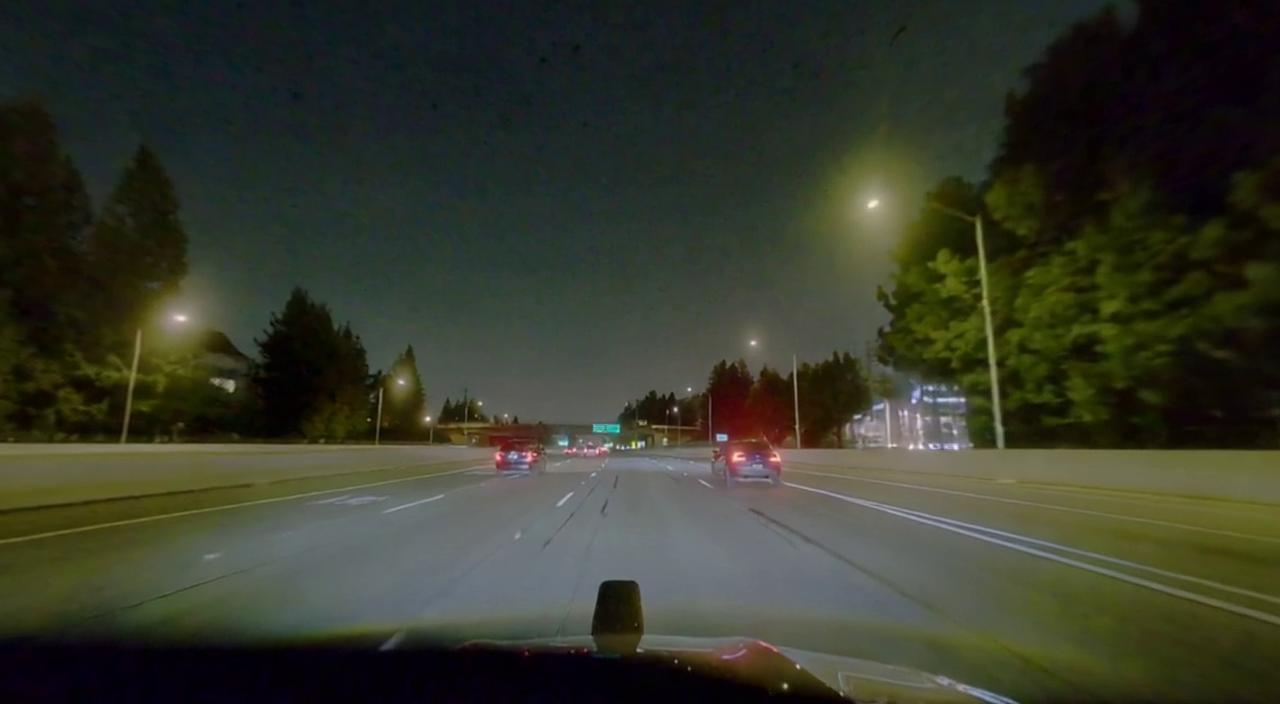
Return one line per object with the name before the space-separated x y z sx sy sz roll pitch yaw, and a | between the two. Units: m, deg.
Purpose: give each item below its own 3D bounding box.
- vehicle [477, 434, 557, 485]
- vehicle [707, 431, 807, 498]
vehicle | -4.678 4.149 24.791 2.176 1.779 4.755 0 -8 0
vehicle | 3.215 3.178 18.312 1.997 1.686 4.247 0 -8 -1
